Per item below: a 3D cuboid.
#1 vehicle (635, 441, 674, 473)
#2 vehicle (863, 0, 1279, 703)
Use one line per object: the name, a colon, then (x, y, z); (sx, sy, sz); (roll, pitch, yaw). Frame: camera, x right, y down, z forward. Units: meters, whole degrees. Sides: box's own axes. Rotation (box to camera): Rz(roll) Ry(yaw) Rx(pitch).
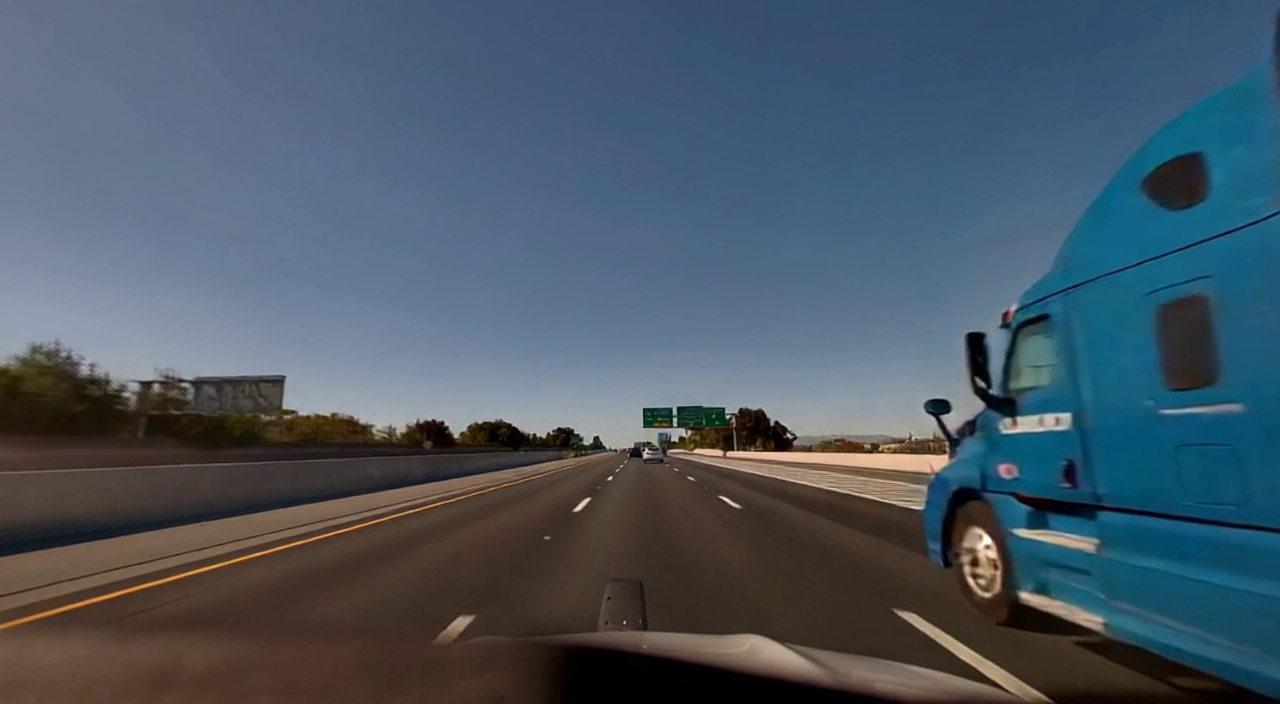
vehicle: (0.757, 5.781, 34.894); (2.050, 1.654, 4.192); (0, -8, 0)
vehicle: (4.032, -0.353, 1.611); (3.027, 3.903, 10.307); (0, -8, 0)
